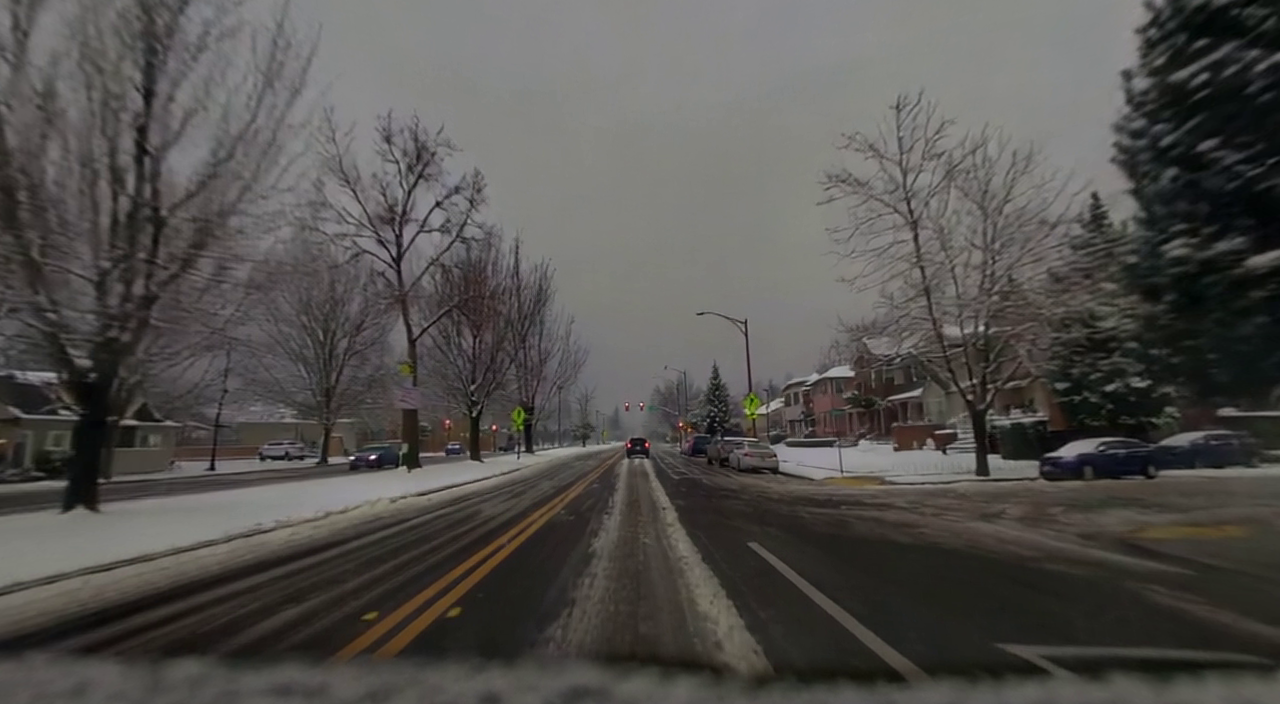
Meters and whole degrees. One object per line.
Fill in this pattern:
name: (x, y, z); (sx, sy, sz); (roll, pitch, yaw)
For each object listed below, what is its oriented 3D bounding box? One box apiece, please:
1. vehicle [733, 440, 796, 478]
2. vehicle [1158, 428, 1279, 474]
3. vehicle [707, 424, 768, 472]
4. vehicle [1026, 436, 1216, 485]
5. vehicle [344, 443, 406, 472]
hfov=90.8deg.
vehicle: (5.679, 4.941, 29.372); (1.940, 1.584, 4.553); (0, -9, 0)
vehicle: (23.891, 4.003, 25.623); (1.834, 1.674, 4.458); (0, -9, -2)
vehicle: (5.396, 5.444, 35.870); (2.324, 2.468, 6.422); (0, -9, -1)
vehicle: (15.641, 3.542, 20.753); (4.565, 1.463, 2.084); (0, -9, -2)
vehicle: (-16.495, 6.559, 39.562); (1.957, 1.705, 4.346); (0, -9, 0)
